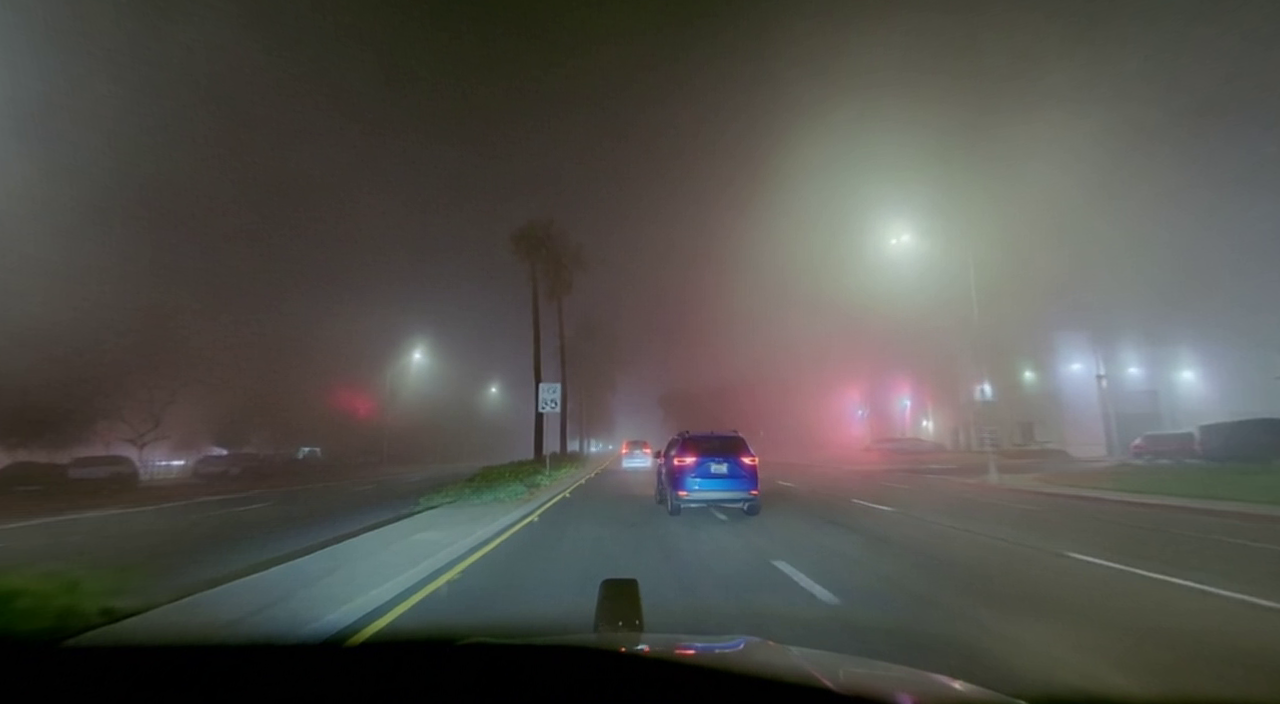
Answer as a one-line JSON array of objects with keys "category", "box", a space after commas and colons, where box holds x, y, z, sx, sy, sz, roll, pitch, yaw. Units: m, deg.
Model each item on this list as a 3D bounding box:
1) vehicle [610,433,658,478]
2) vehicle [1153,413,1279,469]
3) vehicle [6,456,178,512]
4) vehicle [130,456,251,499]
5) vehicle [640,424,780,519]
[{"category": "vehicle", "box": [-0.273, 4.598, 28.305, 1.981, 1.854, 3.983, 0, -8, 0]}, {"category": "vehicle", "box": [21.266, 3.213, 22.677, 1.894, 1.784, 4.571, 0, -8, 2]}, {"category": "vehicle", "box": [-19.654, 4.693, 23.023, 2.029, 1.723, 4.639, 0, -8, 1]}, {"category": "vehicle", "box": [-19.797, 5.497, 28.152, 1.929, 1.646, 4.716, 0, -8, 0]}, {"category": "vehicle", "box": [1.275, 2.480, 13.645, 2.239, 1.693, 4.301, 0, -8, -4]}]
